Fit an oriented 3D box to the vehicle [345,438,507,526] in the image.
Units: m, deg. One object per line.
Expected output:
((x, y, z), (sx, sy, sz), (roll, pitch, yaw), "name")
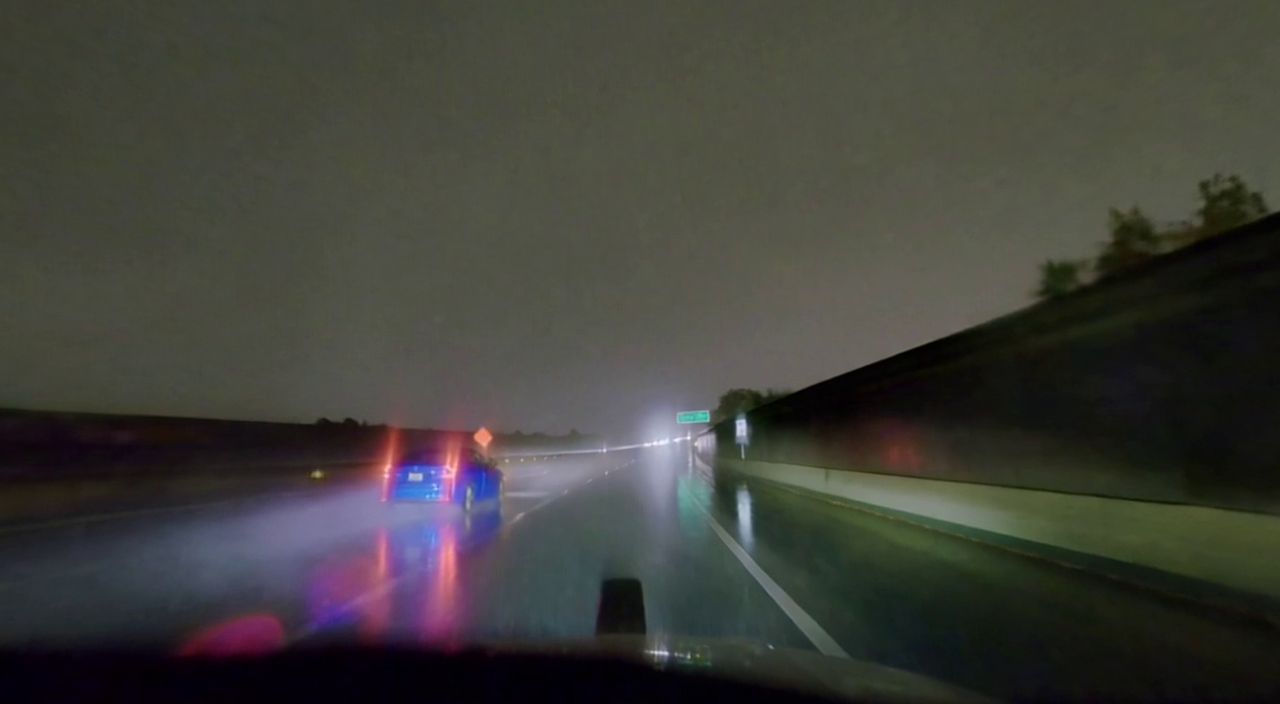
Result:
((-4.145, 2.560, 12.959), (1.928, 1.504, 3.745), (0, -9, 1), "vehicle")
